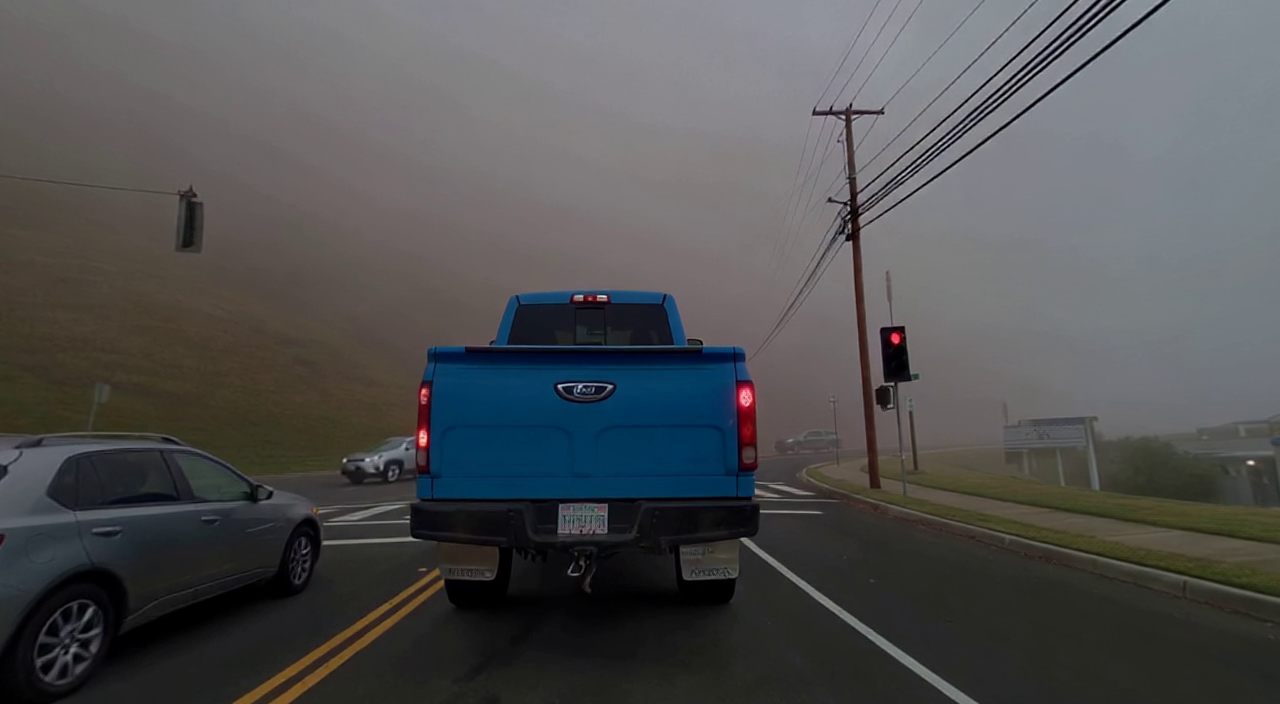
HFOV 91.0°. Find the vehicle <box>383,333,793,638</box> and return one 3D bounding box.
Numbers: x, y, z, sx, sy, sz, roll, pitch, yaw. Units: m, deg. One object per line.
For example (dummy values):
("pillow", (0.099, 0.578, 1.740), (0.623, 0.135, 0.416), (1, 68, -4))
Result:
("vehicle", (-0.415, 1.324, 7.217), (2.859, 2.144, 5.406), (0, -9, -1))

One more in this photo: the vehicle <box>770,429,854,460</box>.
("vehicle", (11.709, 6.269, 42.520), (6.346, 1.917, 2.360), (8, -11, -41))

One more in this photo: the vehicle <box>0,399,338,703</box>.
("vehicle", (-3.953, 1.191, 3.991), (2.017, 1.555, 4.150), (-1, -9, 0))

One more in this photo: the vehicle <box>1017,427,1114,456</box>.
("vehicle", (25.578, 5.391, 37.932), (4.419, 1.496, 1.854), (-2, -9, 1))
